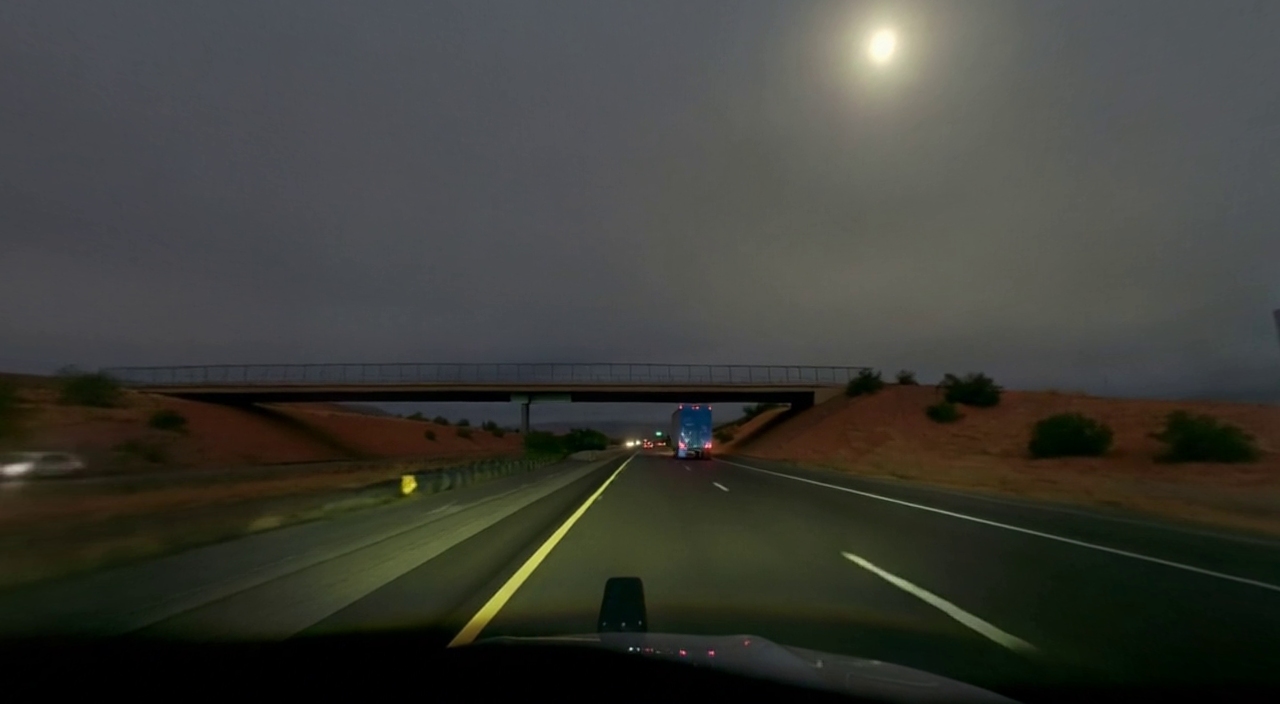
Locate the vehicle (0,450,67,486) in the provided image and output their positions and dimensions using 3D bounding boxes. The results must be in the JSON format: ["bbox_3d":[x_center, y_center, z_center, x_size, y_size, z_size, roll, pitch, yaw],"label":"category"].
[{"bbox_3d":[-32.424,5.868,32.029,2.021,1.732,4.793,0,-8,1],"label":"vehicle"}]
